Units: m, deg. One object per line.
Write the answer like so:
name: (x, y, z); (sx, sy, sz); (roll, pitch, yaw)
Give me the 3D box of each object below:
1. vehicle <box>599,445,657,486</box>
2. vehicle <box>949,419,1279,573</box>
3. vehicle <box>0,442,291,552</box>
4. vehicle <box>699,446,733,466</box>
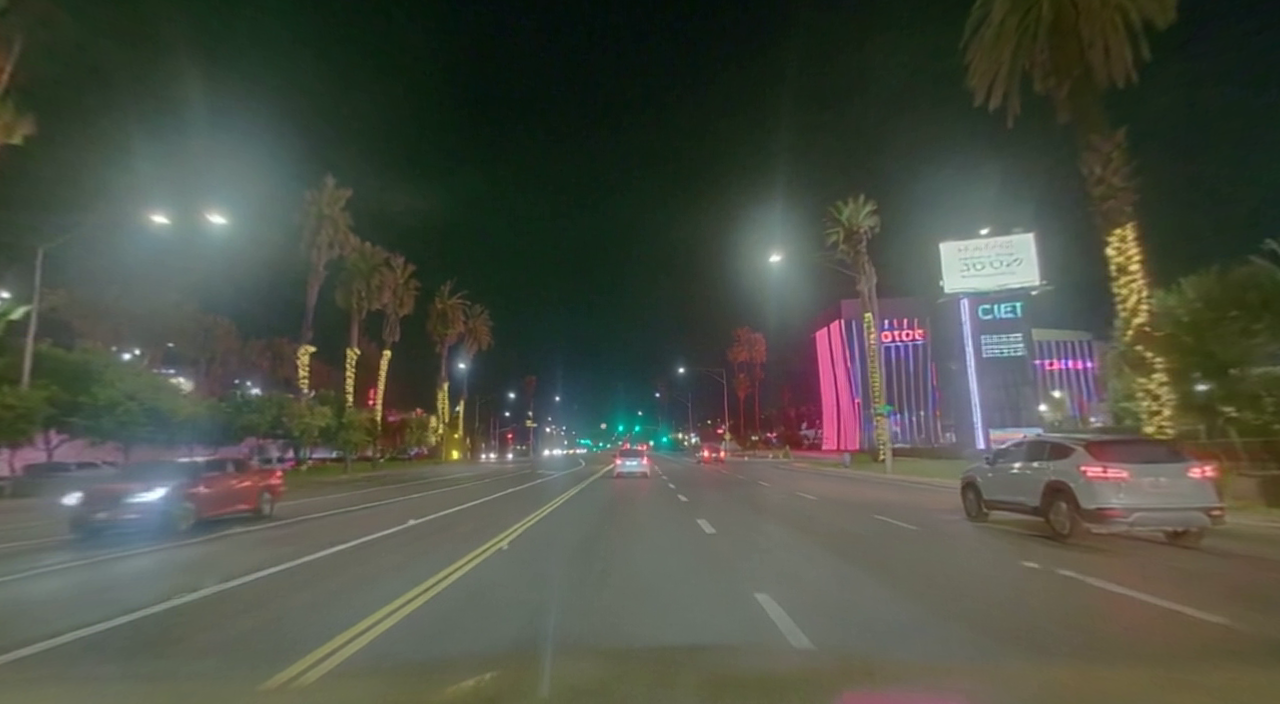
vehicle: (-0.429, 4.176, 23.505); (1.970, 1.402, 3.756); (0, -8, -1)
vehicle: (6.360, 1.853, 8.845); (1.949, 1.647, 3.894); (0, -8, -1)
vehicle: (-8.499, 2.397, 11.251); (1.930, 1.478, 4.552); (-1, -8, 0)
vehicle: (5.834, 8.003, 48.725); (1.970, 1.461, 4.267); (0, -8, -1)
